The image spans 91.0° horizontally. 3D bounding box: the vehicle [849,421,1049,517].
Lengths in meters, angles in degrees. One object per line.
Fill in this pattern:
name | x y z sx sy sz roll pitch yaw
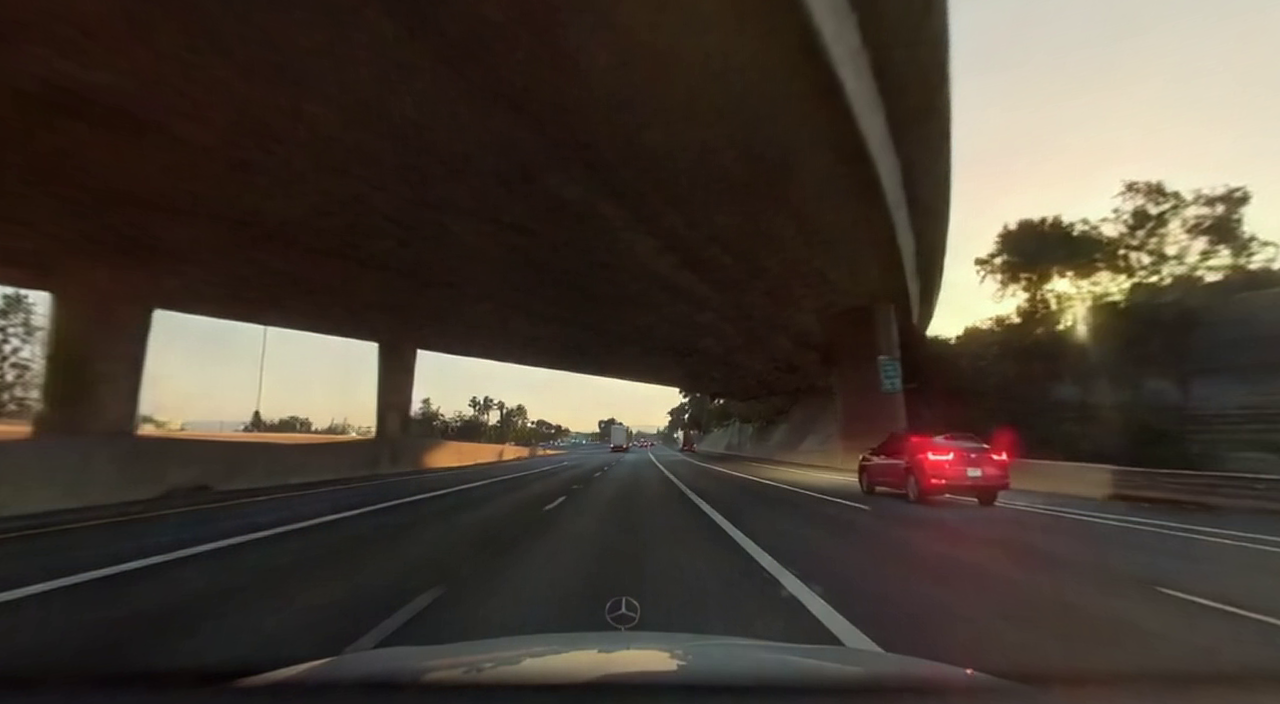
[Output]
vehicle | 6.558 2.547 14.149 2.096 1.767 4.601 0 -9 -1
